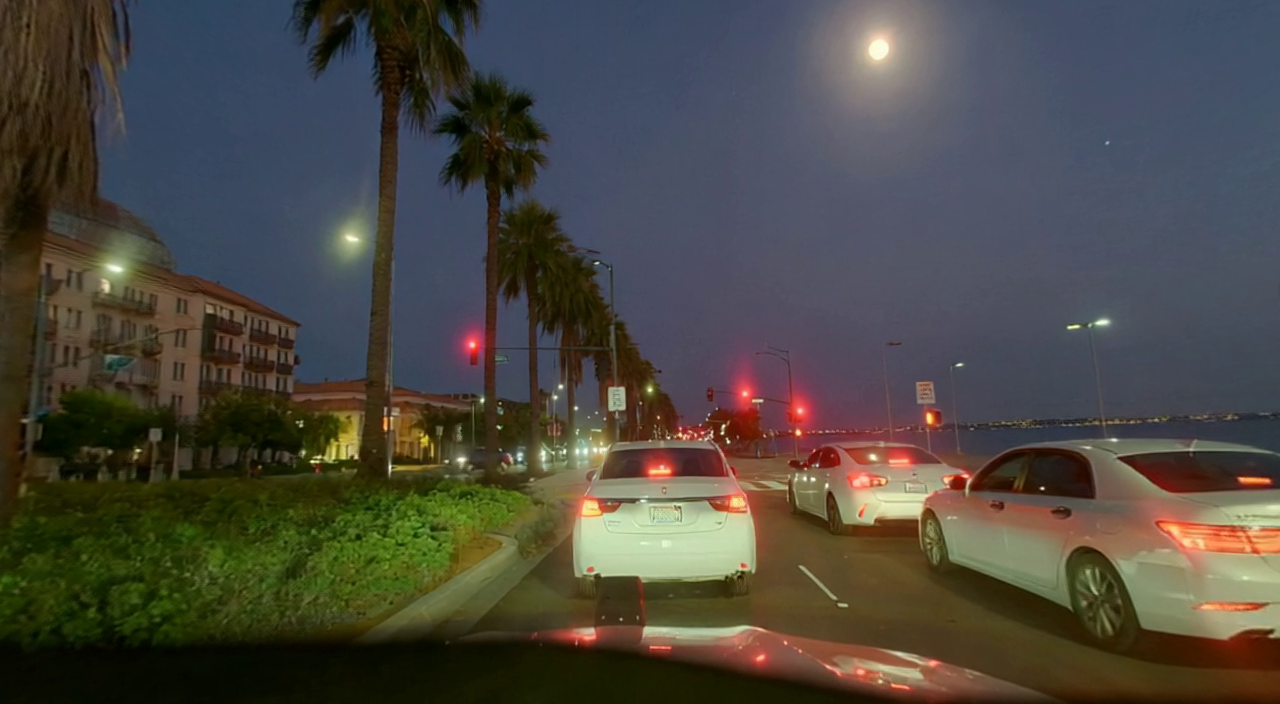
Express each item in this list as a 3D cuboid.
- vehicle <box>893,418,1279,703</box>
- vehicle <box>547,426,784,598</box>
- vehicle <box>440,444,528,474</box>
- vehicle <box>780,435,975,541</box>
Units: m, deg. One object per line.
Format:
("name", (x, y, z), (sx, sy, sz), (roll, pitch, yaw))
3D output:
("vehicle", (3.911, 1.366, 5.091), (1.913, 1.469, 4.425), (0, -9, 0))
("vehicle", (0.259, 1.703, 7.505), (2.093, 1.503, 3.681), (0, -9, 1))
("vehicle", (-8.908, 6.119, 36.280), (2.022, 1.604, 4.495), (-9, -12, 43))
("vehicle", (3.889, 2.287, 11.308), (1.920, 1.490, 4.417), (-1, -9, 2))
